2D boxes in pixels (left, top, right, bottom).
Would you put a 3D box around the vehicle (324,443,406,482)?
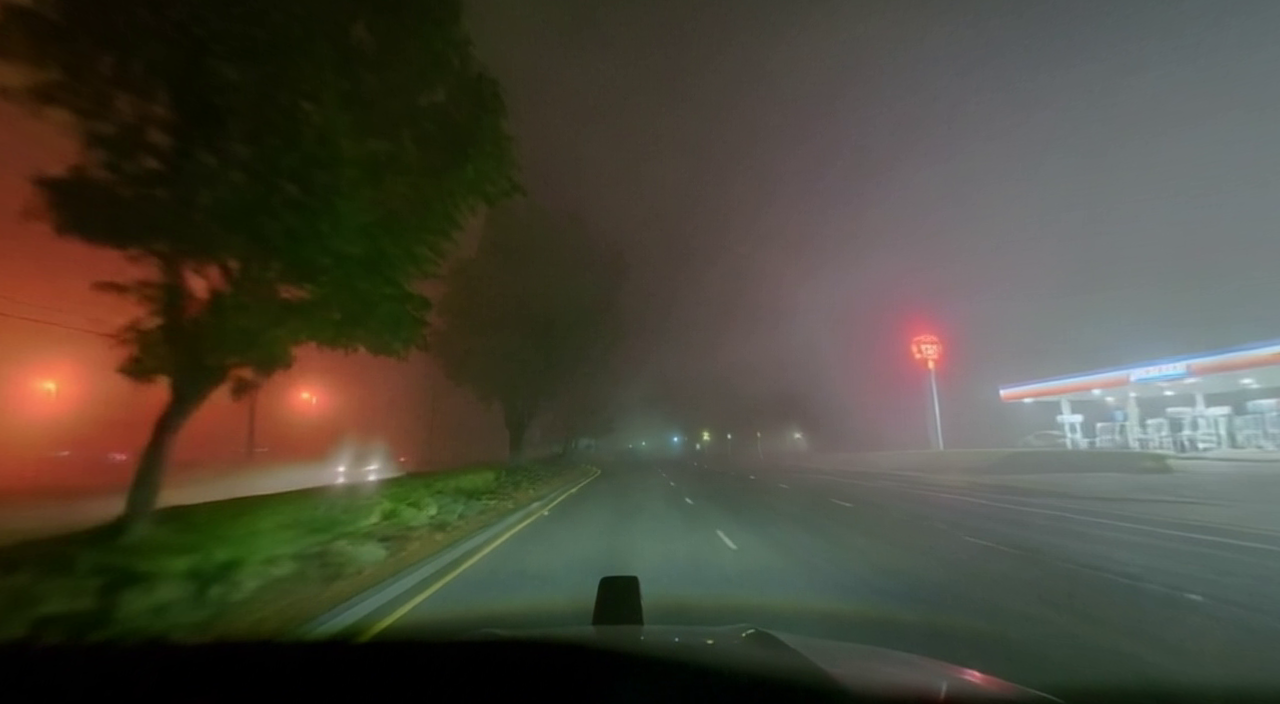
[{"bbox_3d":[-12.328,4.942,28.599,1.861,1.616,4.077,0,-9,0],"label":"vehicle"}]
